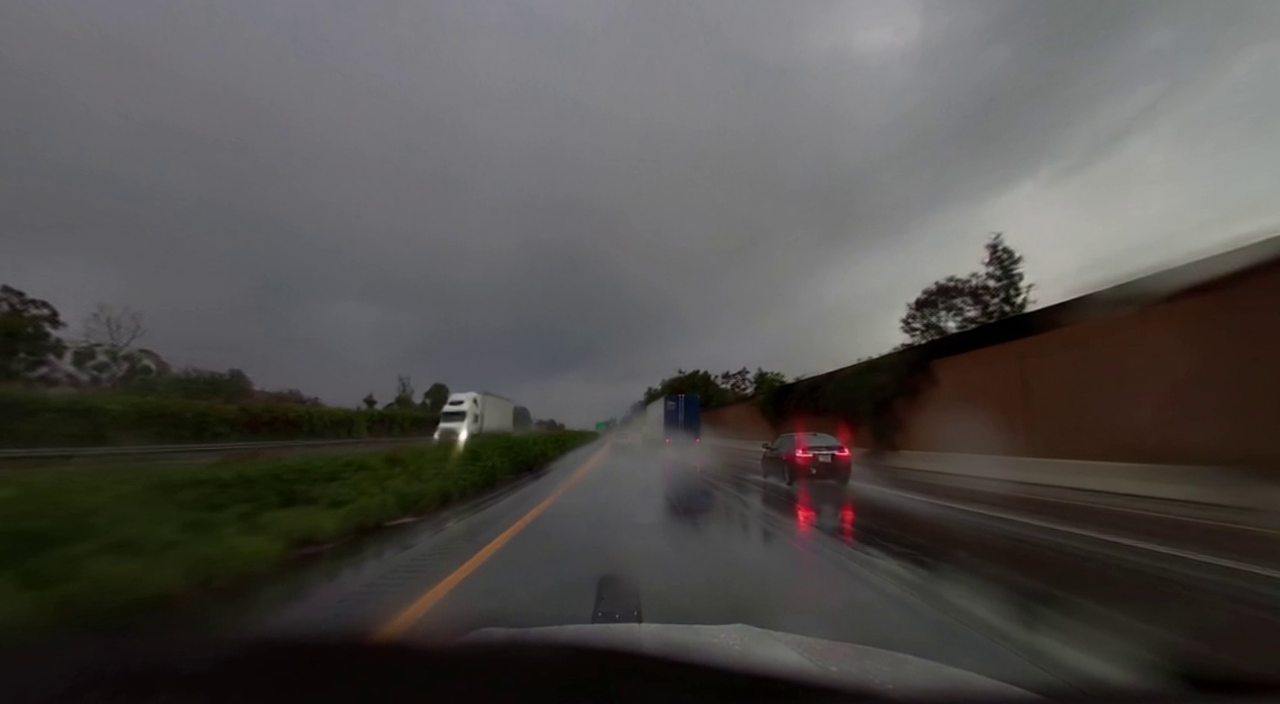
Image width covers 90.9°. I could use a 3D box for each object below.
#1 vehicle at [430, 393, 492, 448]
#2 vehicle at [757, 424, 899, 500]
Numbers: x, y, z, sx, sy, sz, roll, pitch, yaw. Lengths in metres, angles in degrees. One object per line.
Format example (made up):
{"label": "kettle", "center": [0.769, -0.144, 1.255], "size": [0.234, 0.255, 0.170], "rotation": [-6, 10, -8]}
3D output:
{"label": "vehicle", "center": [-13.719, 5.349, 48.827], "size": [2.972, 3.920, 6.688], "rotation": [0, -7, -2]}
{"label": "vehicle", "center": [4.059, 2.410, 14.425], "size": [1.813, 1.454, 4.197], "rotation": [0, -7, -2]}
